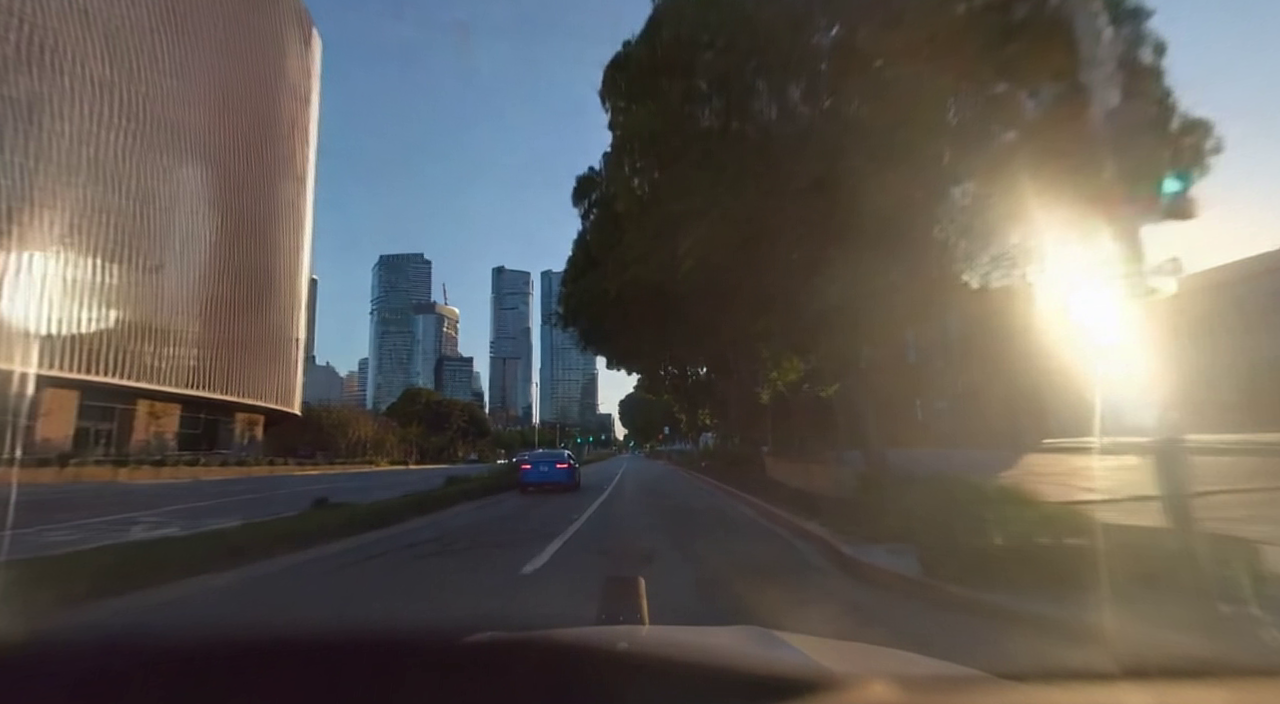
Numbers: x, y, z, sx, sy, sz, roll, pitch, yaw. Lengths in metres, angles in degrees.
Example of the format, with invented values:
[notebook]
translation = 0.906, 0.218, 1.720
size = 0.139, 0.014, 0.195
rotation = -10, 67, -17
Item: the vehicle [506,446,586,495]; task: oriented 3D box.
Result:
[vehicle]
translation = -3.098, 4.020, 21.748
size = 1.971, 1.486, 4.380
rotation = 0, -9, 1
